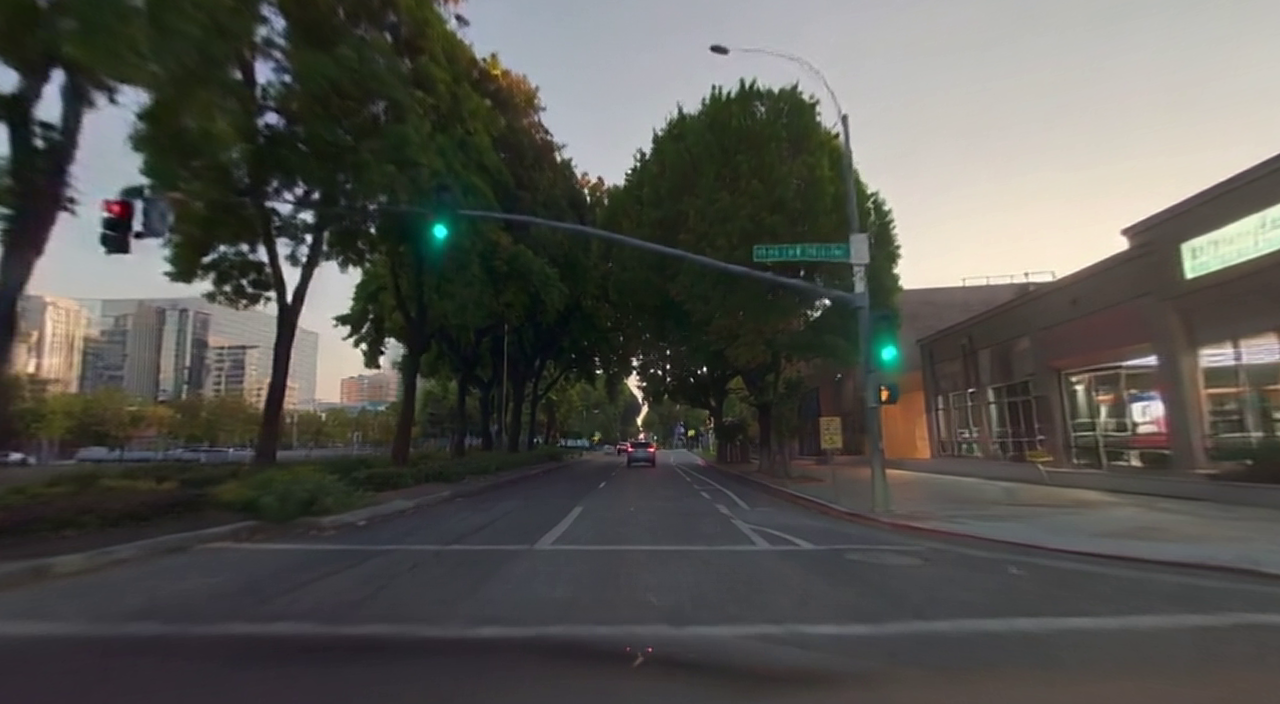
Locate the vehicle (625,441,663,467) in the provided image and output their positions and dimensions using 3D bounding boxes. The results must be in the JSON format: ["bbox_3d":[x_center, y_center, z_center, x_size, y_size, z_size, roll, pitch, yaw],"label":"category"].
[{"bbox_3d":[0.231,6.104,38.002,2.115,1.461,3.976,0,-9,0],"label":"vehicle"}]
